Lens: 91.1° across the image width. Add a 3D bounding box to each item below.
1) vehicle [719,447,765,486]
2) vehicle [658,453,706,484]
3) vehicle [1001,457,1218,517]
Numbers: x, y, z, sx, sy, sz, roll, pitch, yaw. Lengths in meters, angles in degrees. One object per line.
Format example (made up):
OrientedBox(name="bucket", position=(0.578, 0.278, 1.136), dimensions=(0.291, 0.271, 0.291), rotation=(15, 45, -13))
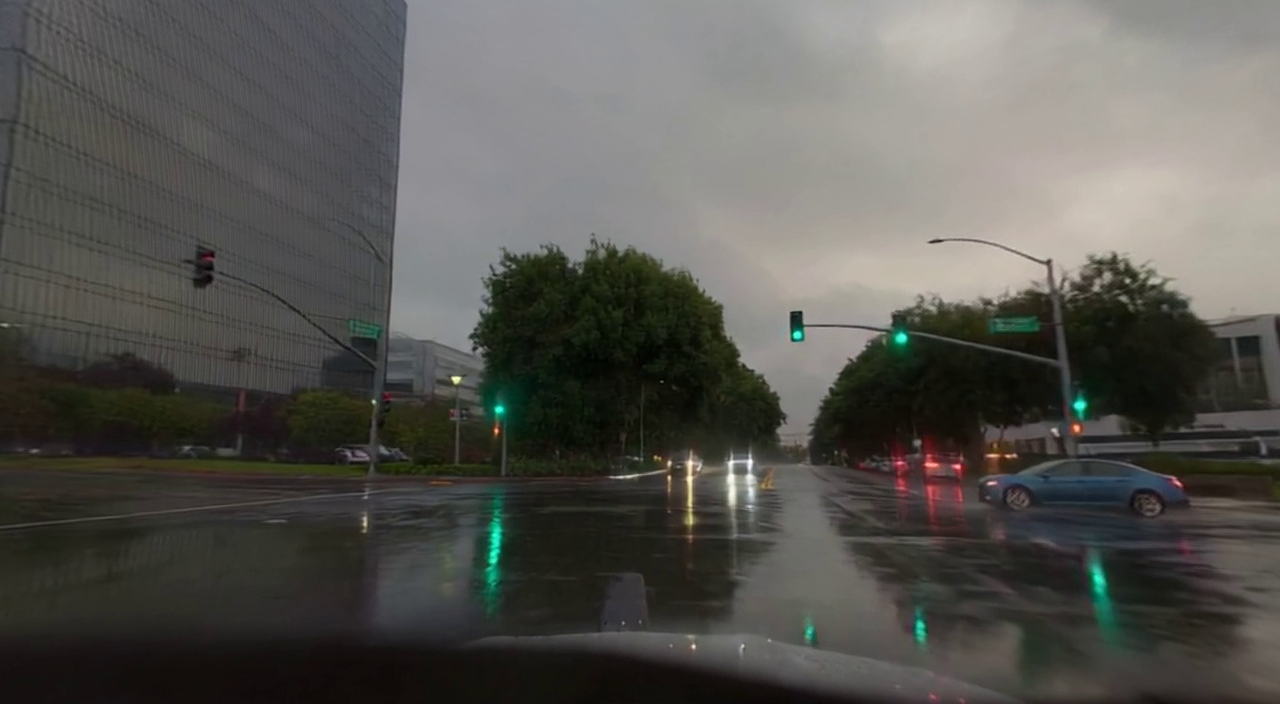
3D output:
OrientedBox(name="vehicle", position=(4.872, 5.452, 30.255), dimensions=(2.018, 1.699, 4.751), rotation=(-1, -9, 8))
OrientedBox(name="vehicle", position=(2.368, 6.283, 34.243), dimensions=(2.068, 1.486, 4.664), rotation=(-2, -9, 10))
OrientedBox(name="vehicle", position=(14.186, 4.029, 19.264), dimensions=(1.971, 1.503, 4.896), rotation=(7, -11, -39))
